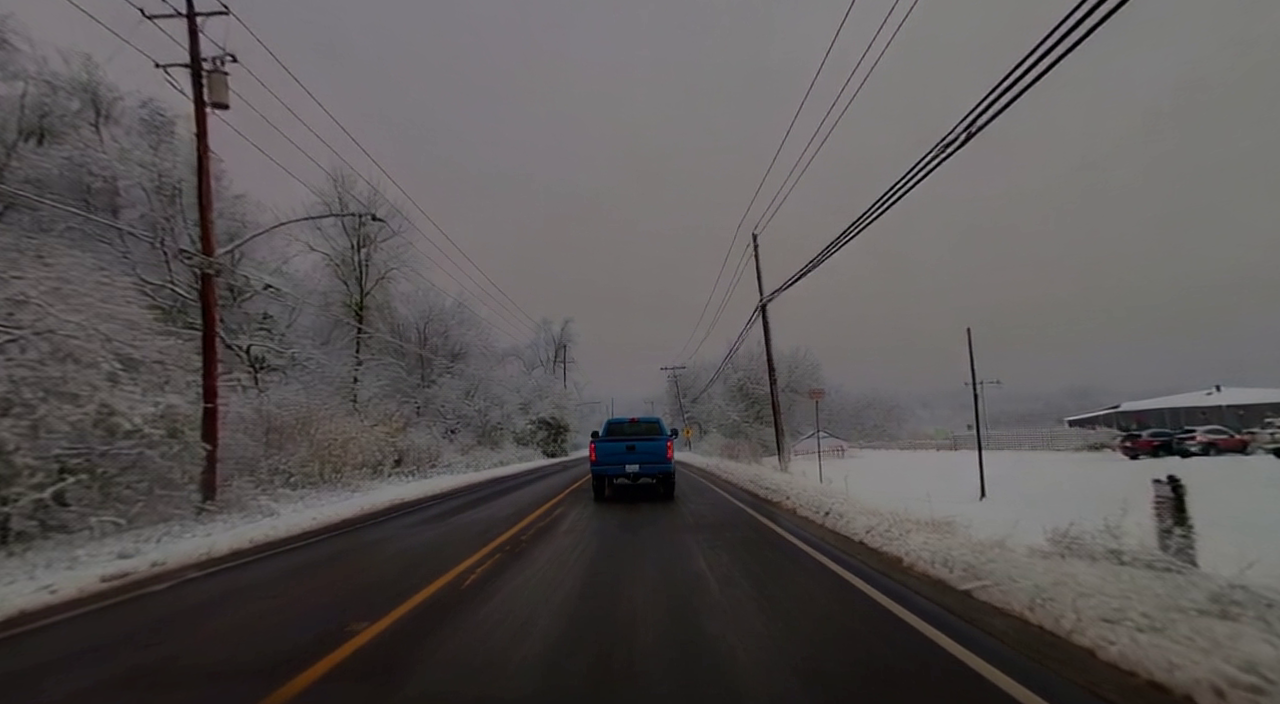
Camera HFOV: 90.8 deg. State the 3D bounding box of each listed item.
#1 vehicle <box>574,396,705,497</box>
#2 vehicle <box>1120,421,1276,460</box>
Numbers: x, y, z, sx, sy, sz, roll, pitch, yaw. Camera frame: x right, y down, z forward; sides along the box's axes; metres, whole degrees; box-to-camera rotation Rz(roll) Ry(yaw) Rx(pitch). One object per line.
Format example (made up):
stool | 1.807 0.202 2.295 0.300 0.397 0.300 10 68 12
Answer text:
vehicle | -0.047 2.729 18.428 3.021 2.326 7.410 0 -8 -1
vehicle | 31.452 5.077 35.987 2.323 2.002 6.310 2 -9 -13
